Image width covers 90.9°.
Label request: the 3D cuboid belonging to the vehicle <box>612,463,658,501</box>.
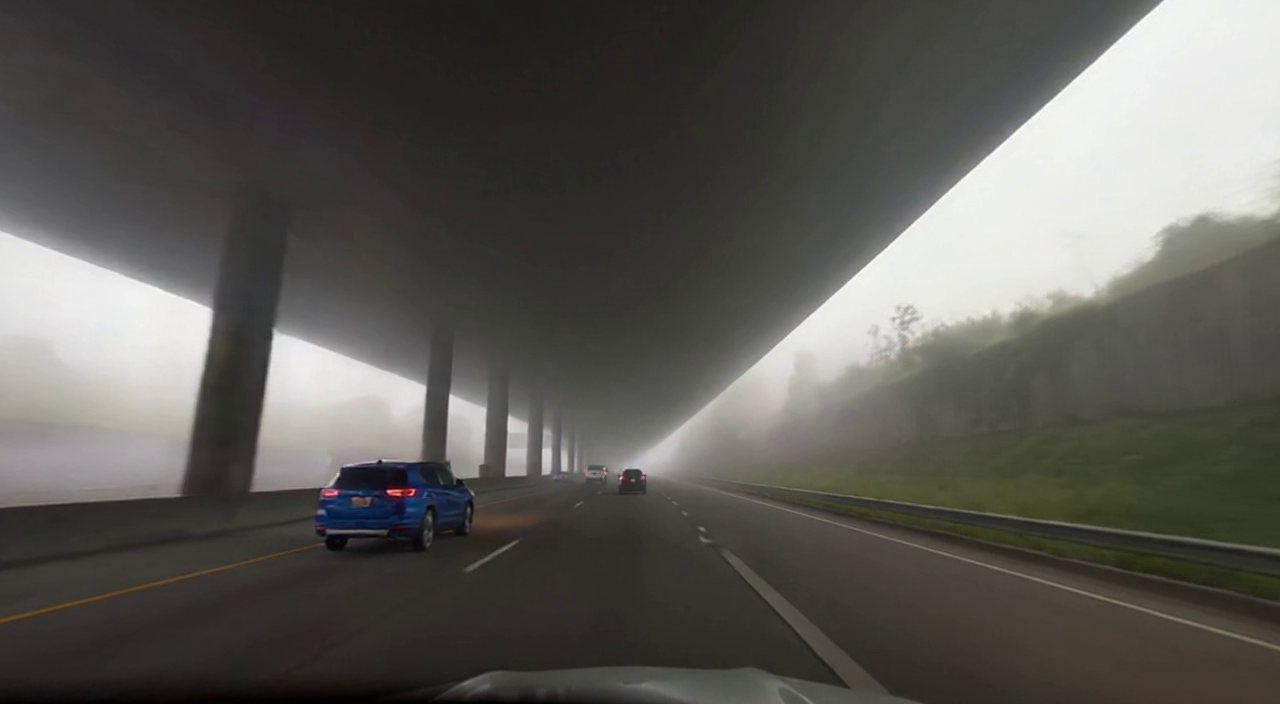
[{"bbox_3d":[-0.252,6.048,29.437,1.992,1.601,3.762,1,-11,-1],"label":"vehicle"}]

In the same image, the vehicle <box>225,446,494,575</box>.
[{"bbox_3d":[-3.960,2.369,10.053,2.102,1.521,4.687,1,-11,0],"label":"vehicle"}]
